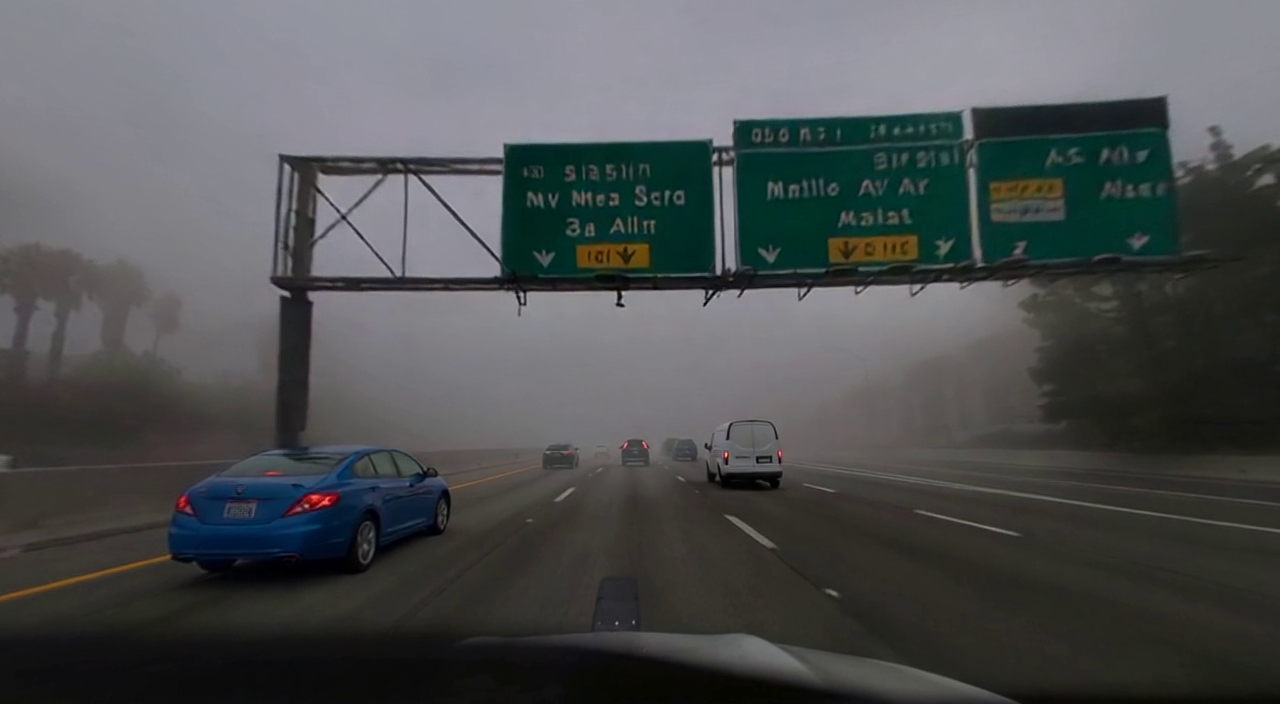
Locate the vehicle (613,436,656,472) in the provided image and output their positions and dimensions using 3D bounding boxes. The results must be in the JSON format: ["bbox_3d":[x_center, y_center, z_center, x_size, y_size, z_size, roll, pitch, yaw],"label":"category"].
[{"bbox_3d":[-0.304,5.499,34.073,2.212,1.786,4.198,0,-9,-1],"label":"vehicle"}]

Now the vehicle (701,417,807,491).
[{"bbox_3d":[3.502,3.325,20.766,2.250,2.074,5.723,0,-9,-2],"label":"vehicle"}]

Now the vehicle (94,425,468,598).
[{"bbox_3d":[-3.698,1.712,7.690,1.991,1.469,4.381,0,-9,-1],"label":"vehicle"}]

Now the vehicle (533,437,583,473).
[{"bbox_3d":[-4.335,5.537,34.185,2.109,1.793,4.613,0,-9,0],"label":"vehicle"}]
